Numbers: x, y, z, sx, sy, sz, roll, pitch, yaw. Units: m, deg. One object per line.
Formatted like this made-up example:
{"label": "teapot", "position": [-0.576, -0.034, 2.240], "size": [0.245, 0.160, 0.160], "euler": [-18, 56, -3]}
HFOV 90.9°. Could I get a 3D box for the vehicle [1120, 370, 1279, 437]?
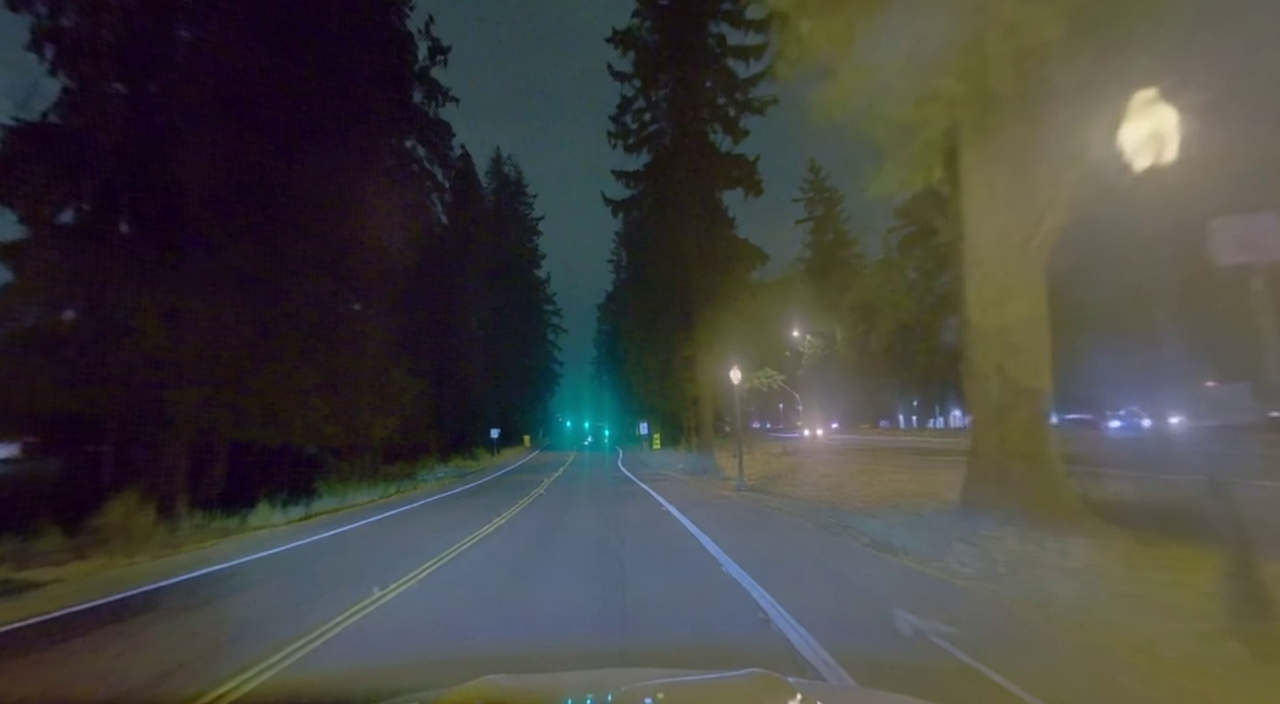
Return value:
{"label": "vehicle", "position": [30.327, 2.643, 32.194], "size": [8.774, 3.004, 2.914], "euler": [-3, -8, 5]}
